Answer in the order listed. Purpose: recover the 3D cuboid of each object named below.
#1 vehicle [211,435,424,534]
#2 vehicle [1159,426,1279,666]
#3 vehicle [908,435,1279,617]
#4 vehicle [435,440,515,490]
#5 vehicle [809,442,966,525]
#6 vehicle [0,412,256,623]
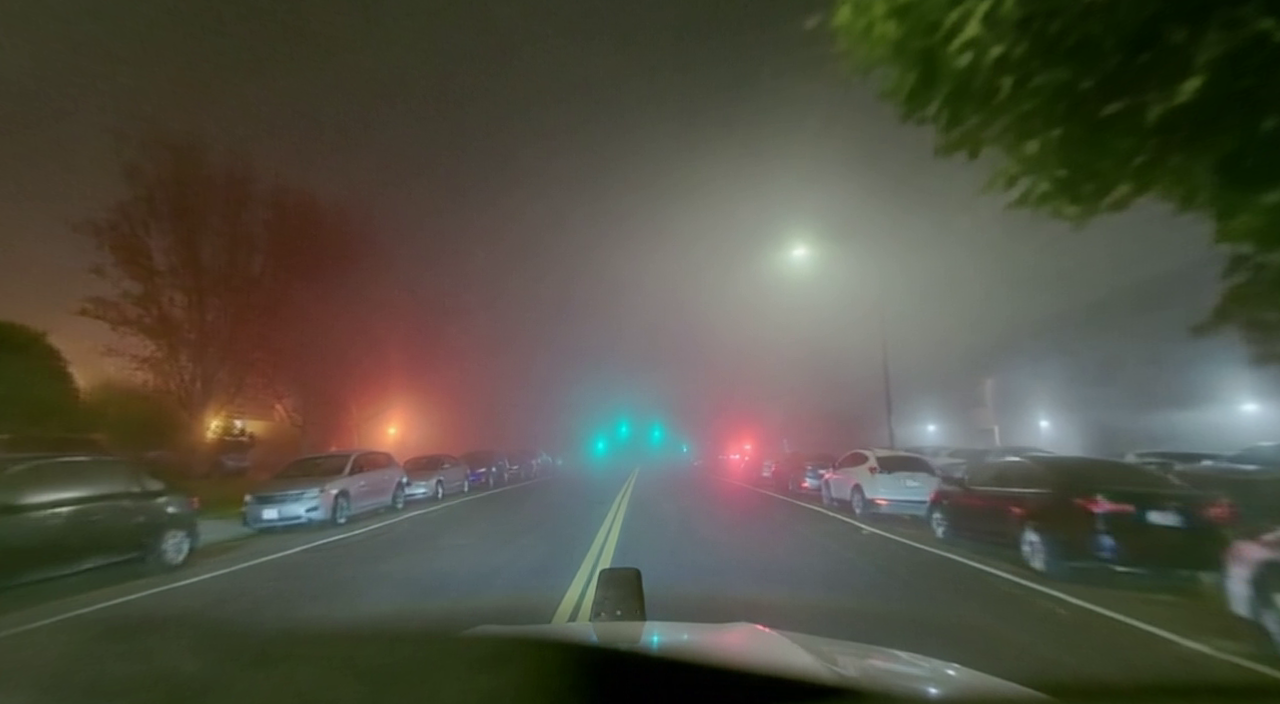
[{"bbox_3d":[-6.331,2.628,13.205,1.947,1.665,4.716,0,-9,0],"label":"vehicle"},{"bbox_3d":[4.950,1.000,2.508,1.861,1.490,4.619,0,-9,0],"label":"vehicle"},{"bbox_3d":[5.143,1.813,7.646,1.747,1.486,4.672,0,-9,0],"label":"vehicle"},{"bbox_3d":[-6.262,4.336,24.536,1.904,1.727,4.530,0,-9,-1],"label":"vehicle"},{"bbox_3d":[5.059,2.714,13.577,1.729,1.479,4.101,0,-9,0],"label":"vehicle"},{"bbox_3d":[-6.434,1.547,6.116,2.033,1.759,5.372,-1,-9,0],"label":"vehicle"}]
